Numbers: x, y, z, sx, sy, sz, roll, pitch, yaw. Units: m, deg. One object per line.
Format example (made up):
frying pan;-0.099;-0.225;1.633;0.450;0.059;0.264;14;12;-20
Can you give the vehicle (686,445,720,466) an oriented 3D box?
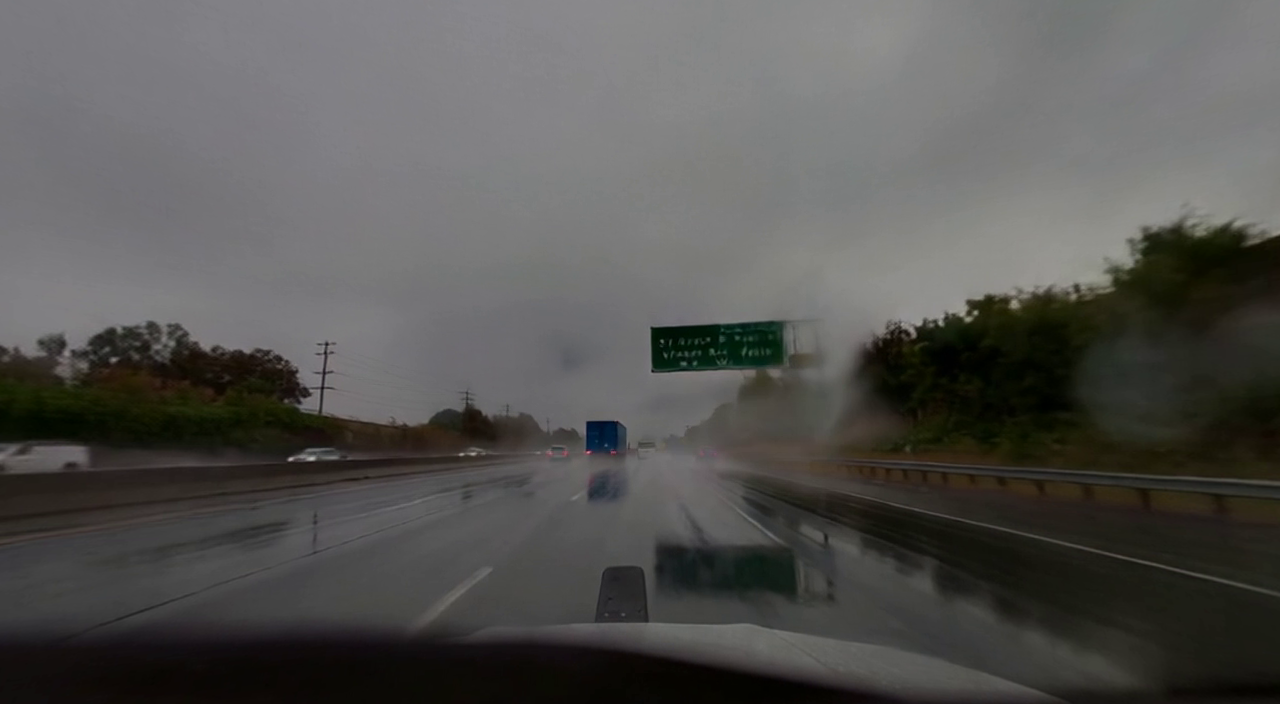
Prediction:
vehicle;4.616;7.695;47.008;1.993;1.474;4.230;0;-8;-1

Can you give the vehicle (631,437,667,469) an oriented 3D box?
vehicle;0.606;6.932;43.302;2.309;2.023;5.130;0;-8;0

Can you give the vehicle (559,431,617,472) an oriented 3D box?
vehicle;-3.383;7.062;45.545;2.854;2.379;16.653;-1;-8;0
